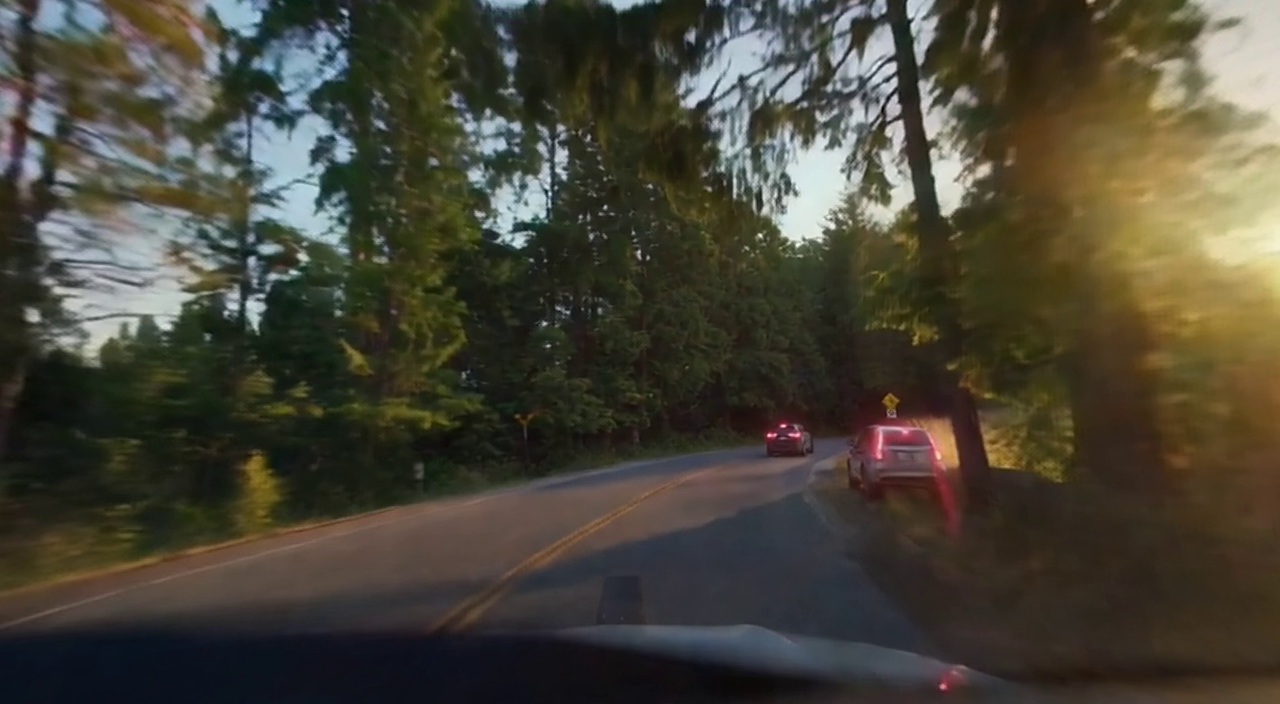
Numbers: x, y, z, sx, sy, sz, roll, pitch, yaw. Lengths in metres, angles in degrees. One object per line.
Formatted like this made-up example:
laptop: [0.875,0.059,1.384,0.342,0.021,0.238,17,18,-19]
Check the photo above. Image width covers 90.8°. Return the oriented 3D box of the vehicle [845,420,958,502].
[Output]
vehicle: [6.512,2.747,16.272,2.172,1.773,4.601,-3,-9,17]

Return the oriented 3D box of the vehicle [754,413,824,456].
vehicle: [7.597,4.183,31.748,2.469,1.953,5.605,-4,-9,23]
